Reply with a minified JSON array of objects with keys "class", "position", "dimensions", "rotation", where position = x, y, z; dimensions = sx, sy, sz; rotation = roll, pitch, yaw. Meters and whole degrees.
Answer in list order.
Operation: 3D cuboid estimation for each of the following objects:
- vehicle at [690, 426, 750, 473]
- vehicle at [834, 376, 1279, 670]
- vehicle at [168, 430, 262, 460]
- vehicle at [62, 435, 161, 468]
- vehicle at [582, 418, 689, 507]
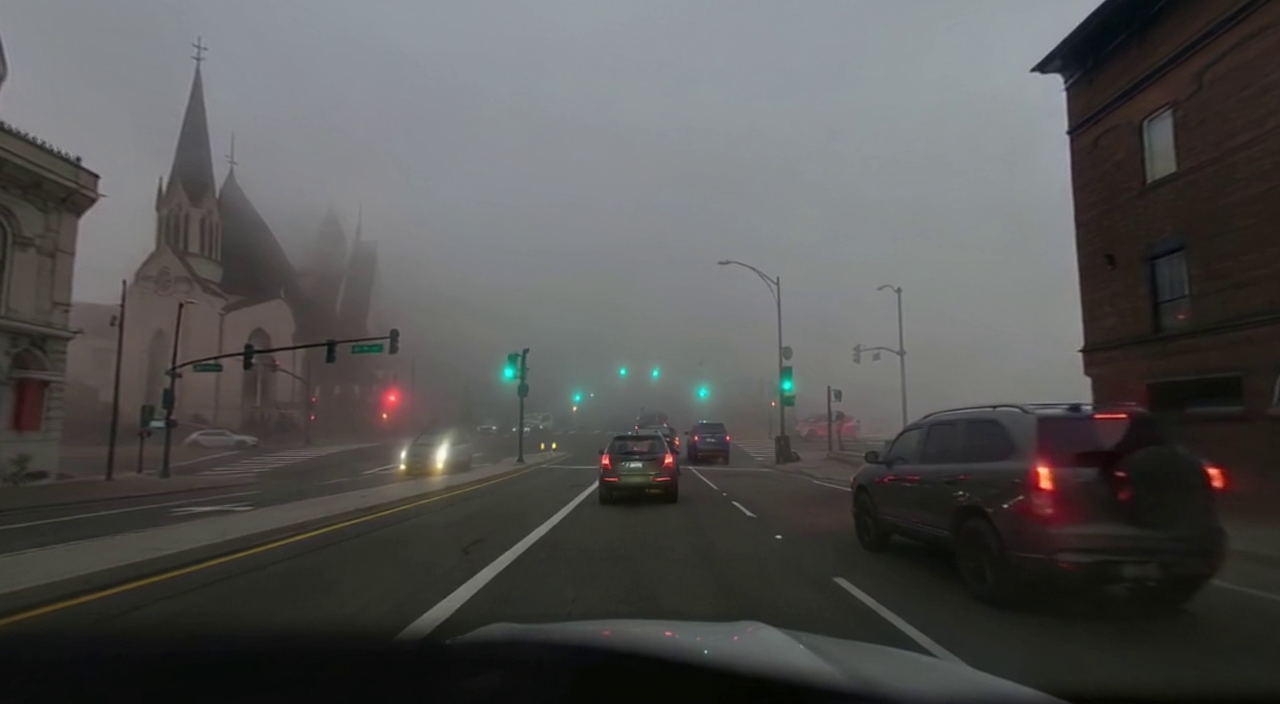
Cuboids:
[{"class":"vehicle","position":[3.902,4.802,31.759],"dimensions":[2.228,1.922,5.335],"rotation":[3,-6,0]},{"class":"vehicle","position":[3.682,1.350,6.141],"dimensions":[2.080,1.735,4.650],"rotation":[0,-8,0]},{"class":"vehicle","position":[-29.564,6.456,44.039],"dimensions":[4.955,1.828,2.268],"rotation":[0,-3,-2]},{"class":"vehicle","position":[-33.942,6.382,40.644],"dimensions":[4.551,1.784,2.121],"rotation":[0,0,-1]},{"class":"vehicle","position":[0.003,2.530,14.836],"dimensions":[2.168,1.776,4.135],"rotation":[0,-8,3]}]
